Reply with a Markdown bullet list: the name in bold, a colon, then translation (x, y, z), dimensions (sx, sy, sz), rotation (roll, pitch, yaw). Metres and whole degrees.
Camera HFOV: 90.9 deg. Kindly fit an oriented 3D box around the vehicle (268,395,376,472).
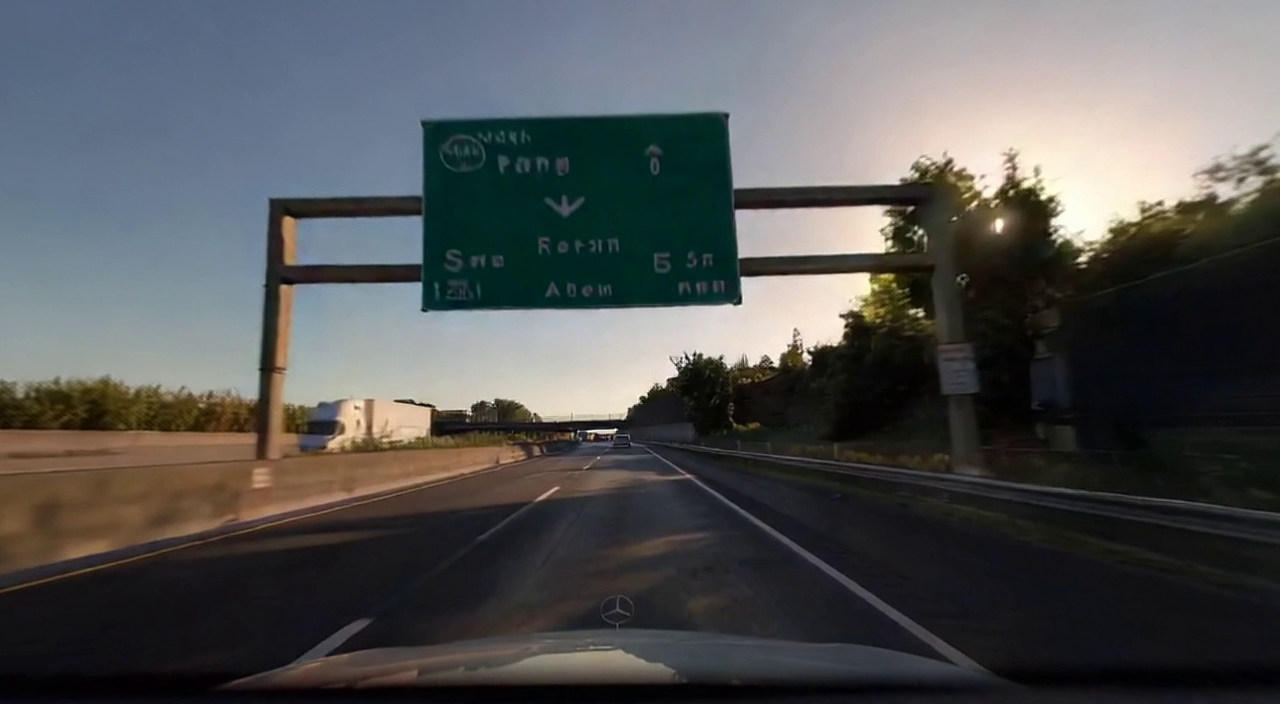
- **vehicle**: translation (-17.763, 4.645, 35.795), dimensions (2.992, 3.988, 5.920), rotation (0, -8, -1)
